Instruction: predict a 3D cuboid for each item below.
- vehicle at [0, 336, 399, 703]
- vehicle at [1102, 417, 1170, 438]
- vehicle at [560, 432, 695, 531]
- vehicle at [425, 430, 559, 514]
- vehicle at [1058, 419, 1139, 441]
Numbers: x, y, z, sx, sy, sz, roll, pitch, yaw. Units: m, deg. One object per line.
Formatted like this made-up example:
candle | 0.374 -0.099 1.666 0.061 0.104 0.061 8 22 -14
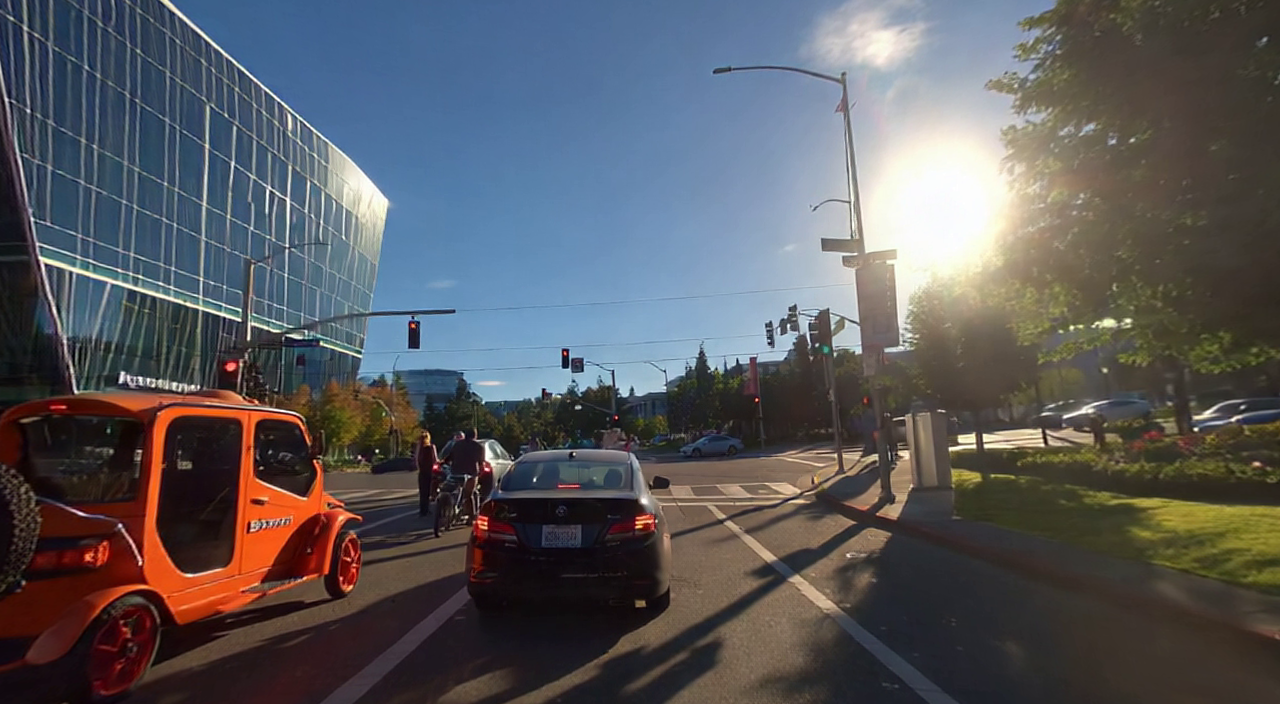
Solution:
vehicle | -3.608 1.130 4.442 2.000 1.809 4.405 0 -8 0
vehicle | 36.761 5.606 46.567 1.625 1.449 3.557 6 -11 -38
vehicle | -0.158 2.256 11.534 2.025 1.458 4.085 0 -8 1
vehicle | -3.180 2.656 14.393 1.935 1.615 4.073 -1 -8 2
vehicle | 30.729 5.269 42.101 1.751 1.420 4.027 8 -12 -43
